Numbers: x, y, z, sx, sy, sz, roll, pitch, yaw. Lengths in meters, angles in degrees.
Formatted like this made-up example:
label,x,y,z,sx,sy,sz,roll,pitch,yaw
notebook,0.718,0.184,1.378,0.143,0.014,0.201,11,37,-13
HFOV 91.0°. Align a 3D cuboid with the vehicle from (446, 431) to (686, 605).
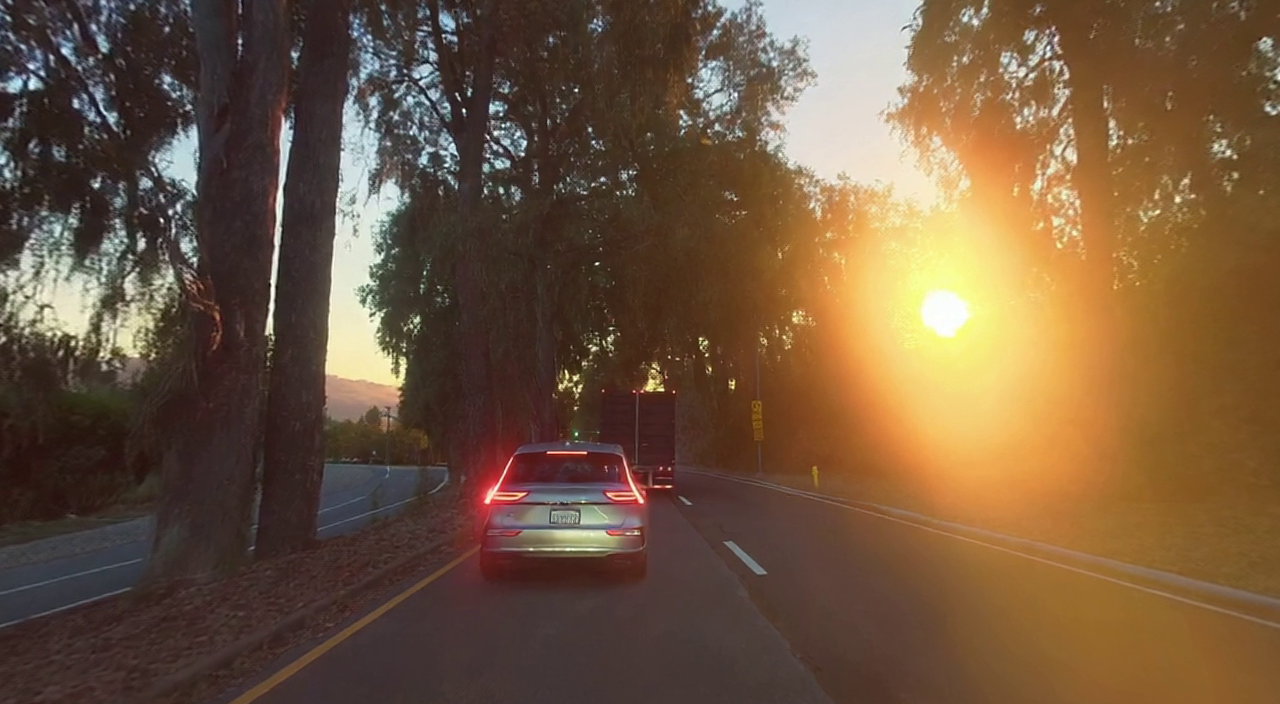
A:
label,x,y,z,sx,sy,sz,roll,pitch,yaw
vehicle,-0.632,1.754,7.580,2.076,1.490,4.078,0,-9,0
